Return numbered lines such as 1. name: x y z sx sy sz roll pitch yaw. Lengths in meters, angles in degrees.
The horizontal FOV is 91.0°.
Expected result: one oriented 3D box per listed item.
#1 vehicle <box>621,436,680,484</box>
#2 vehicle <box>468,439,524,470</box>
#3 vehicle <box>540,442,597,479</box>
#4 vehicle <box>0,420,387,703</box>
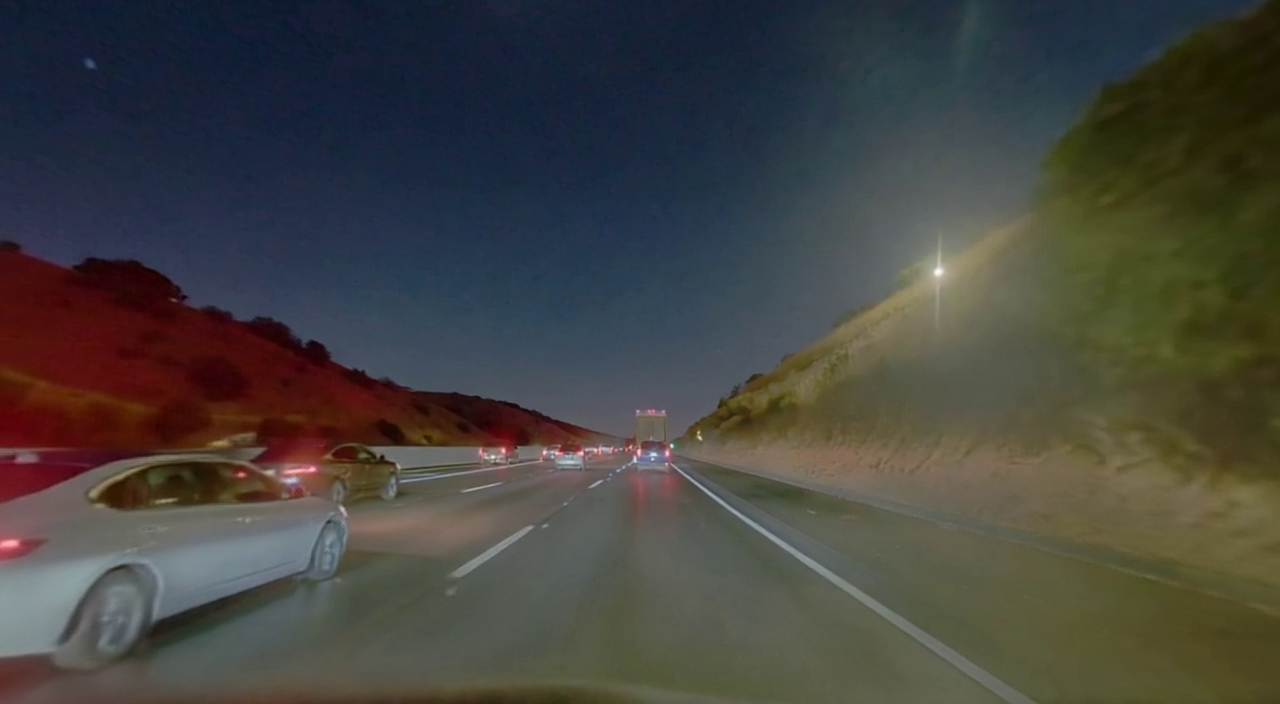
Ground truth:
1. vehicle: 0.423 4.460 26.396 2.281 1.795 4.297 1 -9 1
2. vehicle: -10.526 7.540 46.577 2.421 2.025 6.236 0 -9 2
3. vehicle: -3.415 5.291 31.073 2.155 1.661 4.477 0 -9 2
4. vehicle: -3.891 1.332 4.826 1.943 1.468 4.547 1 -9 1
